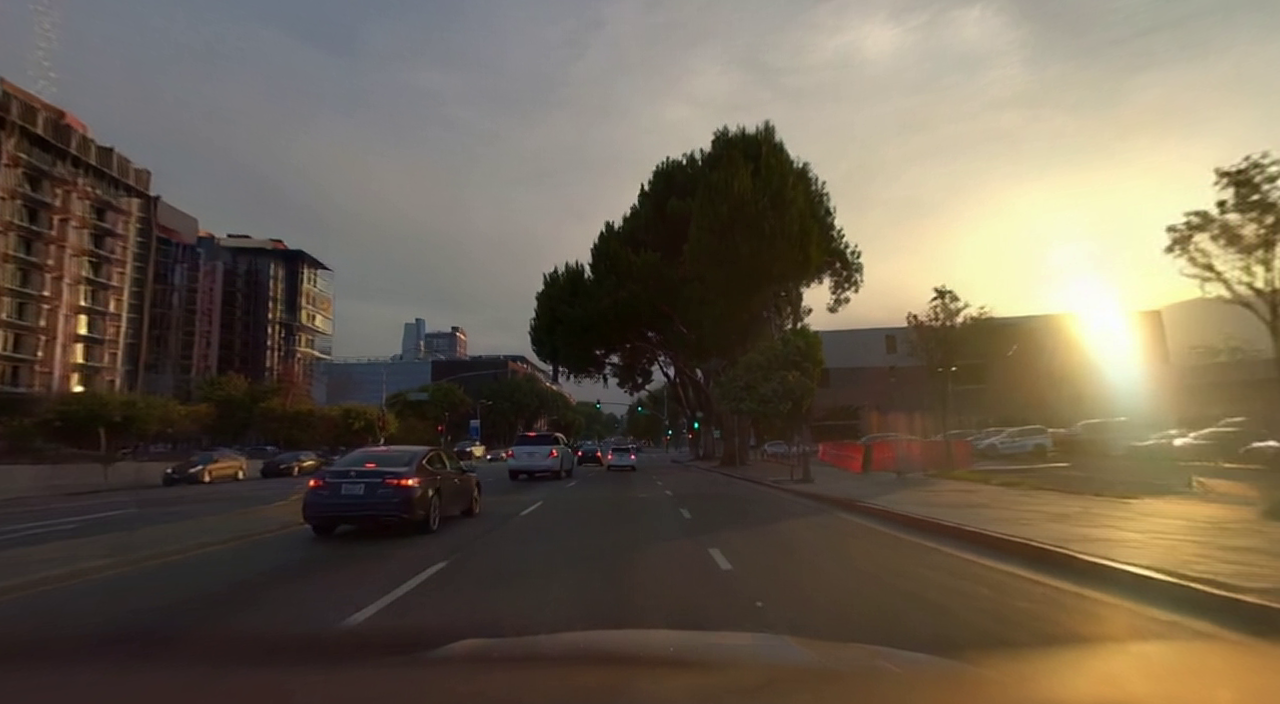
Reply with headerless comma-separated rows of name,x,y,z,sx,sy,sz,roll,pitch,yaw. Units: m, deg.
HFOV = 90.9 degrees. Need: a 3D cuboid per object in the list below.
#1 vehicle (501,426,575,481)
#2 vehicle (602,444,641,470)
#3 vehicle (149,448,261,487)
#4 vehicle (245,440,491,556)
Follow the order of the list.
vehicle,-4.098,4.167,26.114,2.240,2.054,4.662,0,-8,1
vehicle,-1.083,6.242,37.673,2.171,1.422,4.146,0,-8,-1
vehicle,-19.884,5.261,29.084,2.029,1.637,4.338,0,-8,0
vehicle,-3.892,2.149,10.093,1.959,1.406,4.527,0,-8,-1
